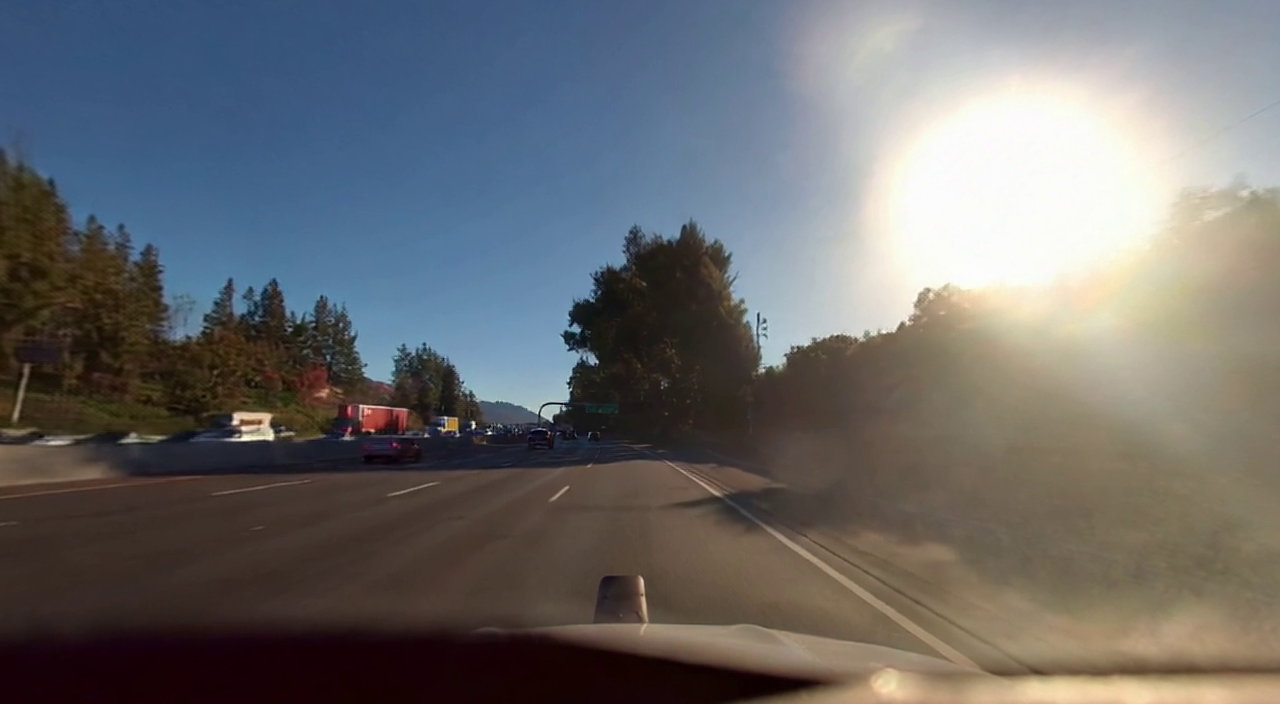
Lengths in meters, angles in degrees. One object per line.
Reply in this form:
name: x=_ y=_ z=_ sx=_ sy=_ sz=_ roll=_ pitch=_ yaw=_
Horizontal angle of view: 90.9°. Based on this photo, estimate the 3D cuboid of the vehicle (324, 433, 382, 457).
vehicle: x=-18.708 y=6.057 z=41.271 sx=1.851 sy=1.449 sz=4.293 roll=0 pitch=-8 yaw=-1

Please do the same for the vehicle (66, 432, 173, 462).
vehicle: x=-26.190 y=4.795 z=31.961 sx=1.799 sy=1.417 sz=4.395 roll=0 pitch=-8 yaw=-2

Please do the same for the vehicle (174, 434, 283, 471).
vehicle: x=-19.077 y=4.629 z=29.502 sx=1.995 sy=1.584 sz=4.624 roll=0 pitch=-8 yaw=-1

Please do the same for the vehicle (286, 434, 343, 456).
vehicle: x=-22.860 y=6.526 z=44.464 sx=1.815 sy=1.416 sz=4.350 roll=0 pitch=-8 yaw=-2
